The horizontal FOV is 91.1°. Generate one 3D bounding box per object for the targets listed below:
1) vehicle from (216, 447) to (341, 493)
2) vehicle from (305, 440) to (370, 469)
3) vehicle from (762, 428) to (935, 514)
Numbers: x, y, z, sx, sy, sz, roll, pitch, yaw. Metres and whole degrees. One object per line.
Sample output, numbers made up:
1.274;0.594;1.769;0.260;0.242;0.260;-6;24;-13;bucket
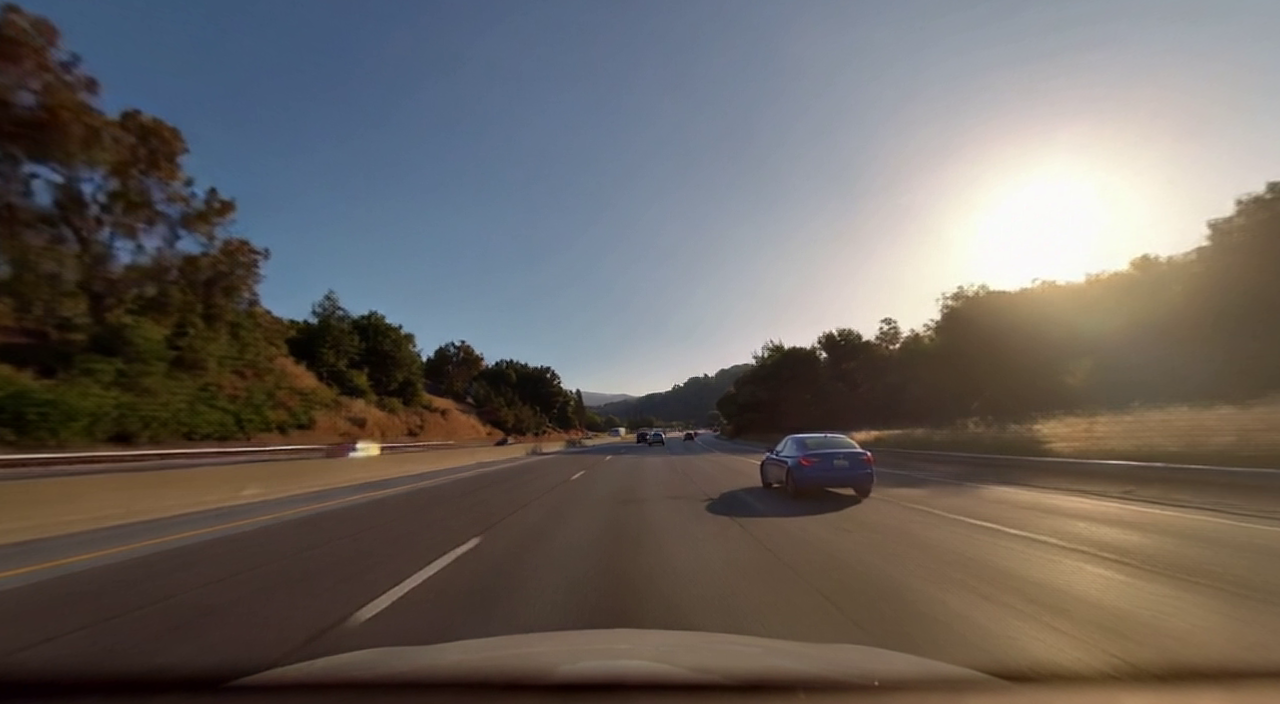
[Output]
-12.385;4.022;21.850;2.066;1.396;3.813;0;-8;0;vehicle
-16.312;5.517;34.078;1.643;1.413;3.777;0;-8;0;vehicle
3.990;2.323;12.951;1.982;1.452;4.294;0;-8;-2;vehicle
